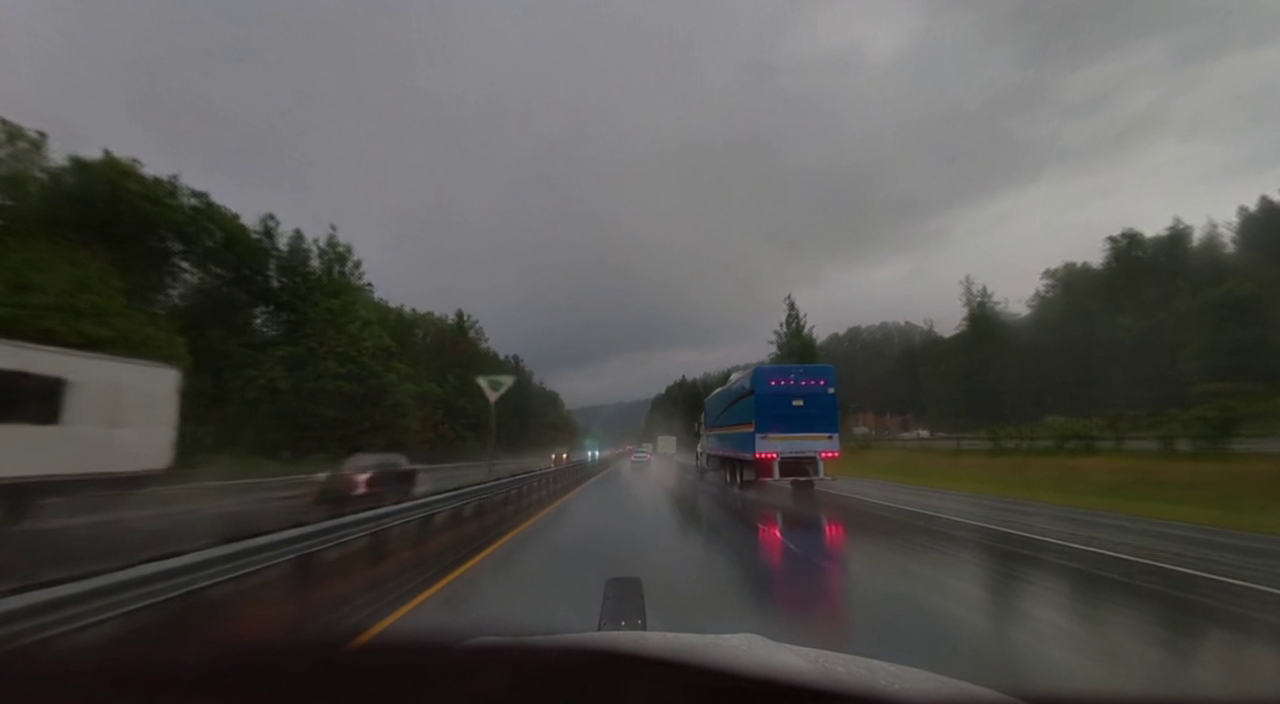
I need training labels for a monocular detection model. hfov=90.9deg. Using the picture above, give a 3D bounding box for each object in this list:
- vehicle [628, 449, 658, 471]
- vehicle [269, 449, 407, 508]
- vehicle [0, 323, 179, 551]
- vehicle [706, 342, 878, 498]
[{"bbox_3d":[0.209,7.223,42.386,1.926,1.386,3.615,0,-9,0],"label":"vehicle"},{"bbox_3d":[-8.714,3.659,18.677,2.044,1.537,4.159,0,-9,0],"label":"vehicle"},{"bbox_3d":[-13.103,1.101,8.561,3.130,4.067,13.915,0,-9,0],"label":"vehicle"},{"bbox_3d":[4.747,2.866,23.817,2.939,4.129,14.300,0,-9,0],"label":"vehicle"}]
